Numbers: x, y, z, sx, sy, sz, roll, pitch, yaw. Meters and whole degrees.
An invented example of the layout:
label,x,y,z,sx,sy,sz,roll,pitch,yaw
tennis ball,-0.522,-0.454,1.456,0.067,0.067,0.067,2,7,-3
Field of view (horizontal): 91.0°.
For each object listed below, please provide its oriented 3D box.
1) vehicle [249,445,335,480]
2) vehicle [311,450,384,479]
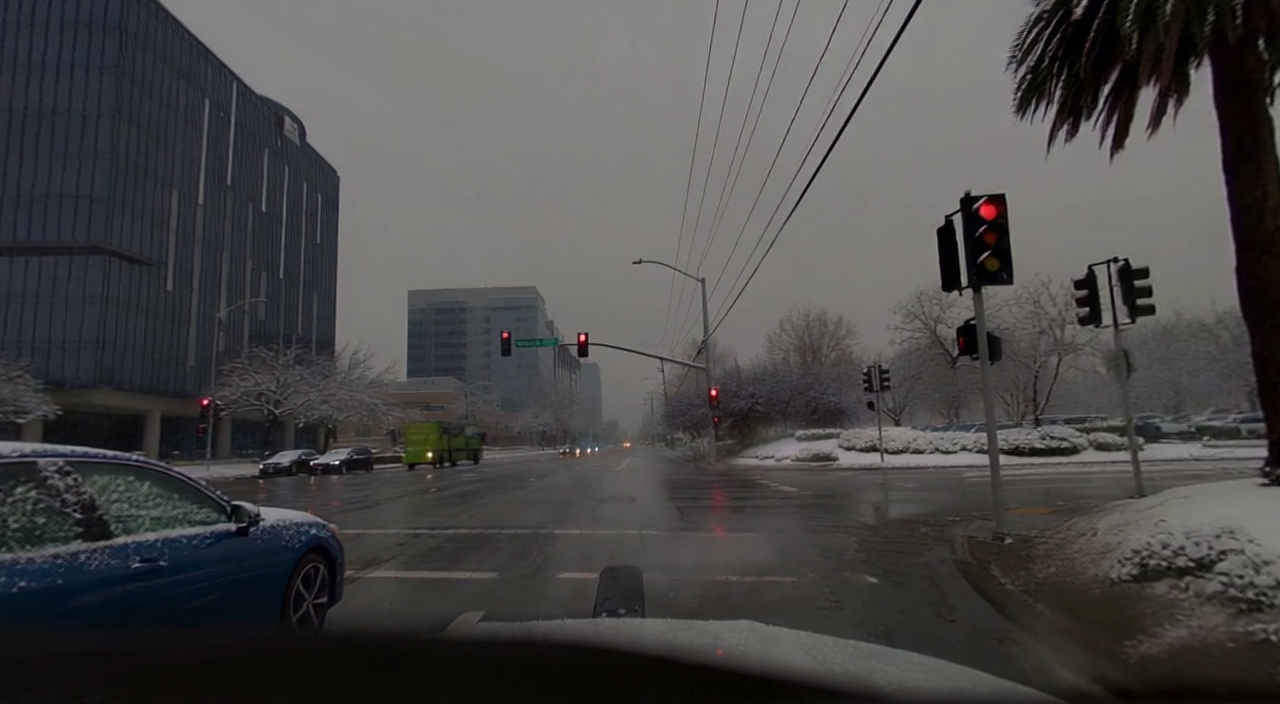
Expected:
label,x,y,z,sx,sy,sz,roll,pitch,yaw
vehicle,-19.100,6.062,34.831,2.017,1.739,4.569,0,-9,1
vehicle,-15.375,5.923,33.298,1.875,1.389,3.784,0,-9,3
